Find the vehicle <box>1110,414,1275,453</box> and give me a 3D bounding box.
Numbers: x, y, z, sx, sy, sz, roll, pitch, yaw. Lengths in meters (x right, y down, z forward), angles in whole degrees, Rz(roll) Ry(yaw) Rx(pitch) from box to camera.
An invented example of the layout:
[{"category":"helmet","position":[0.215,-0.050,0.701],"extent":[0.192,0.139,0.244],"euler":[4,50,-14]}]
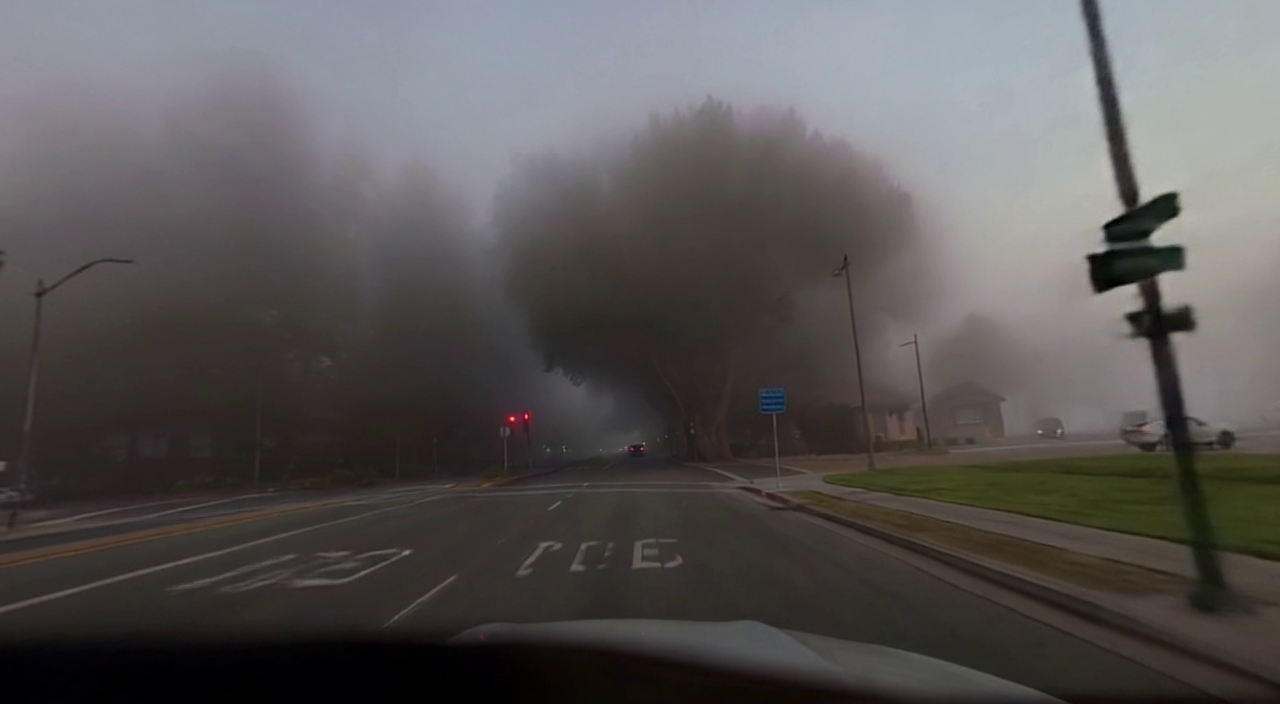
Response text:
[{"category":"vehicle","position":[23.422,3.500,26.965],"extent":[4.902,1.519,2.182],"euler":[-1,-9,1]}]
